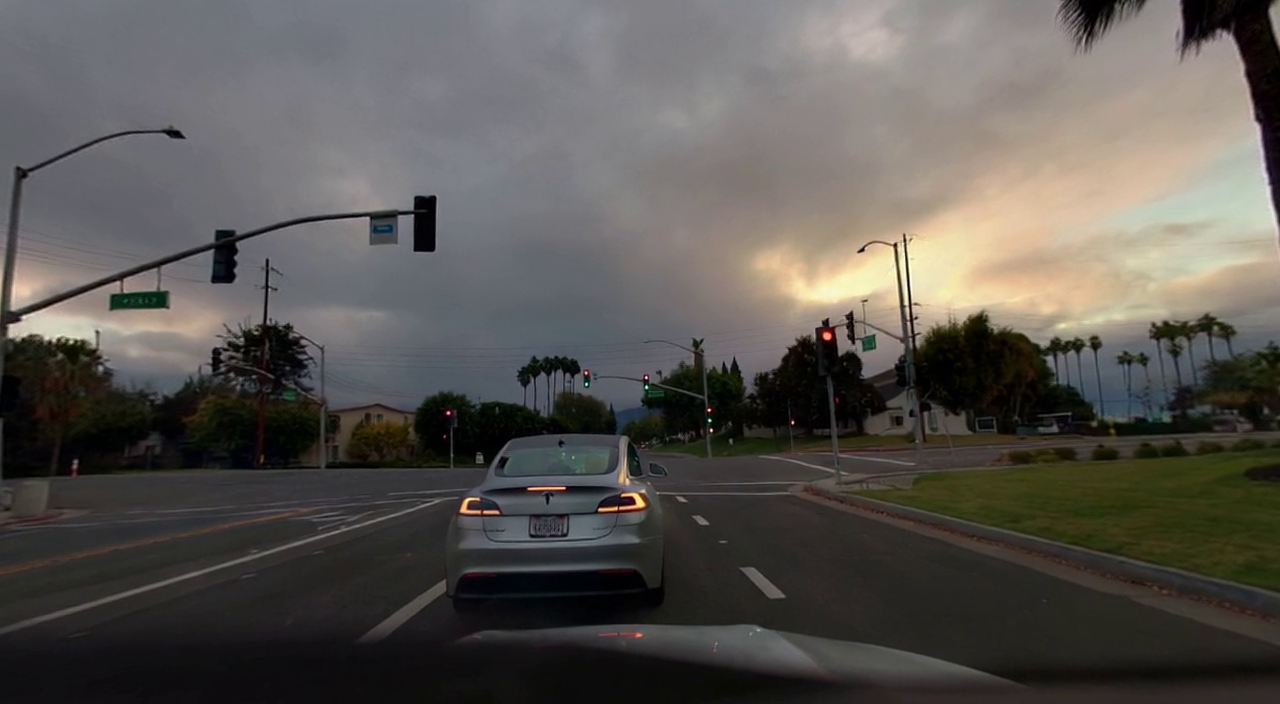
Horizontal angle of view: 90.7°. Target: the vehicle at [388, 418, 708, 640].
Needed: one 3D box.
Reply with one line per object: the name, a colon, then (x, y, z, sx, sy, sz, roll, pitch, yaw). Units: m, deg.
vehicle: (-0.652, 1.514, 6.464, 2.152, 1.478, 4.229, 0, -8, -1)
